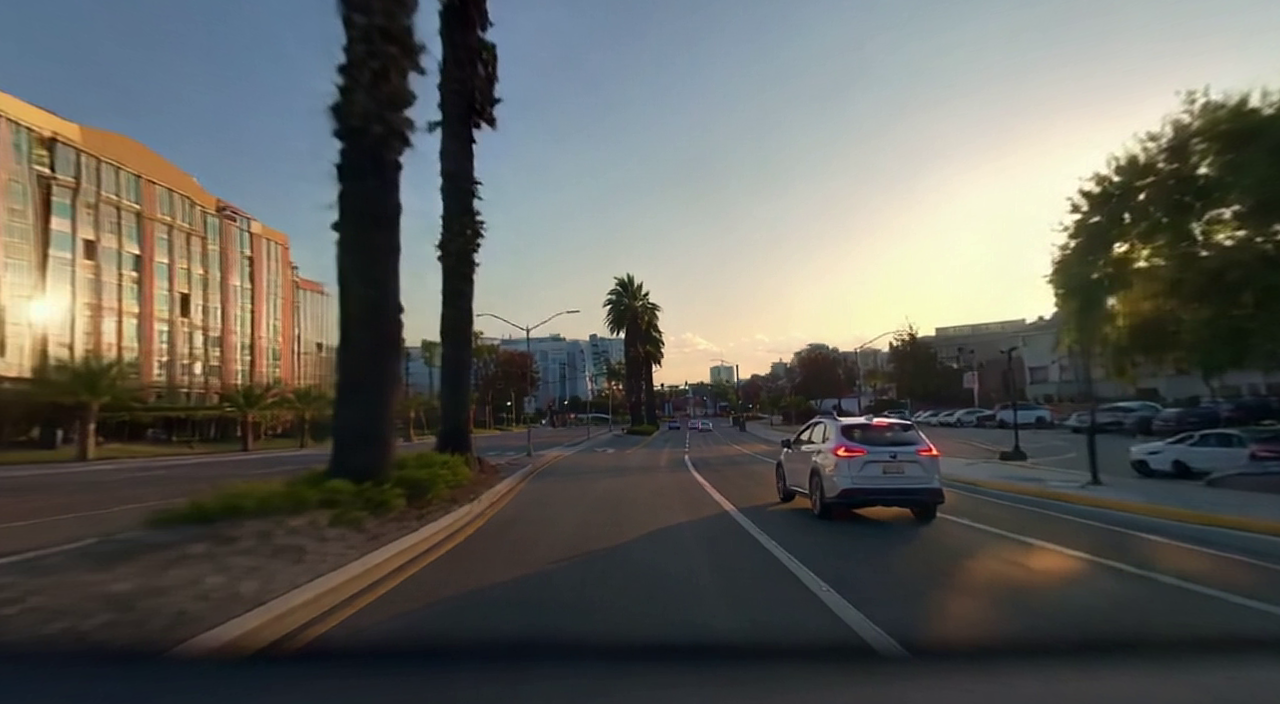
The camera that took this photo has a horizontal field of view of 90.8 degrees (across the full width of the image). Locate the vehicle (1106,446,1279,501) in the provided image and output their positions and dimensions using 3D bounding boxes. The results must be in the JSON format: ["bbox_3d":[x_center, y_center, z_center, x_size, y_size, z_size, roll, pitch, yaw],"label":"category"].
[{"bbox_3d":[17.627,3.848,20.407,1.818,1.568,4.309,0,-9,0],"label":"vehicle"}]

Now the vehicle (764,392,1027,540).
[{"bbox_3d":[3.606,1.756,10.168,2.219,1.795,4.718,0,-9,0],"label":"vehicle"}]
